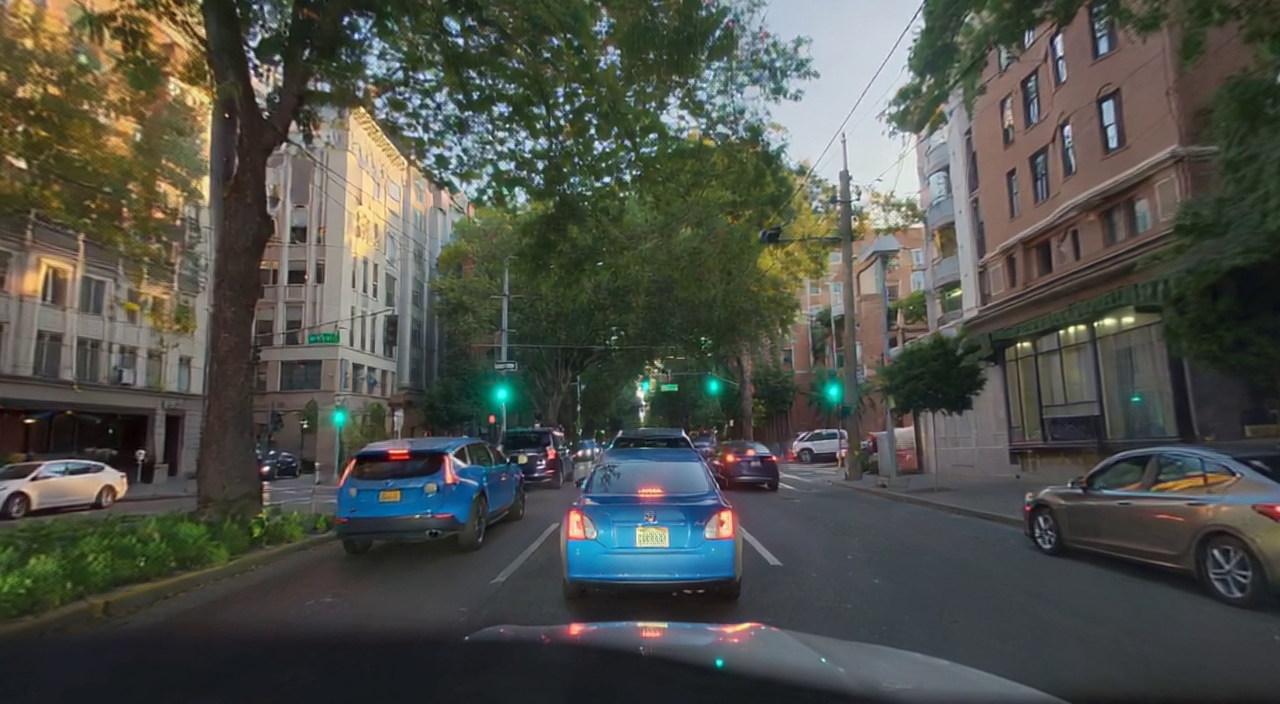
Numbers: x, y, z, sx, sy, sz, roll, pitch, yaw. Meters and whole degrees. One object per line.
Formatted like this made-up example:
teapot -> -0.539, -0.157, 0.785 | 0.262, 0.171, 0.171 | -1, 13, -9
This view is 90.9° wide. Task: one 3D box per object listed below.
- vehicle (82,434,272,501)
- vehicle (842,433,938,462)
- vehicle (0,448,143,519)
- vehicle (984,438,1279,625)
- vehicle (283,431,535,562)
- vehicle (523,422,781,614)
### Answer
vehicle -> -16.161, 4.052, 22.661 | 2.195, 2.053, 5.980 | 0, -9, 1
vehicle -> 16.384, 6.266, 41.507 | 5.345, 1.811, 2.175 | 0, -9, -1
vehicle -> -16.237, 3.440, 17.004 | 1.914, 1.690, 4.461 | 0, -9, 1
vehicle -> 5.979, 1.697, 6.863 | 1.873, 1.453, 4.579 | 0, -9, 0
vehicle -> -3.005, 1.979, 9.361 | 2.131, 1.486, 4.089 | 0, -9, 1
vehicle -> 0.089, 1.578, 6.811 | 2.022, 1.481, 3.564 | 0, -9, 0
